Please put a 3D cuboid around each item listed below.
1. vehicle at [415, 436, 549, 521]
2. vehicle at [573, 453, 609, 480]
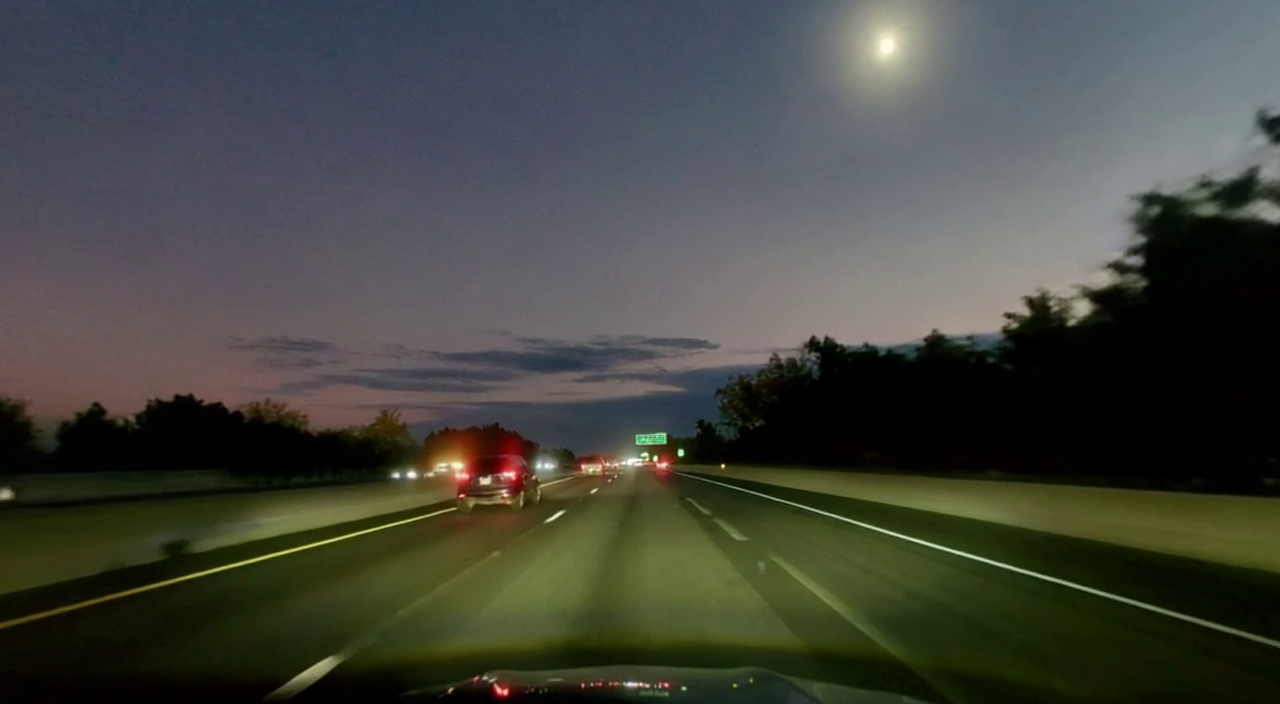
[{"bbox_3d":[-3.933,3.310,16.768,2.272,1.873,4.832,1,-10,0],"label":"vehicle"},{"bbox_3d":[-3.697,8.841,48.642,2.390,1.879,4.423,1,-10,0],"label":"vehicle"}]
